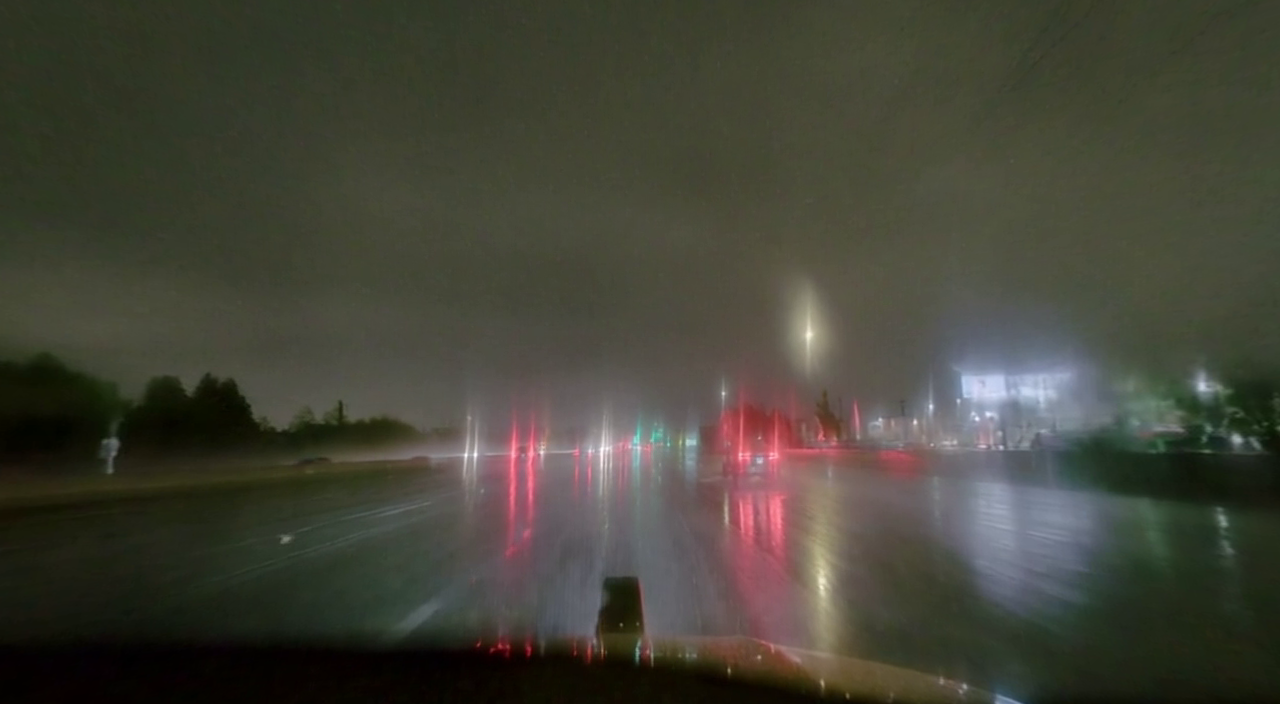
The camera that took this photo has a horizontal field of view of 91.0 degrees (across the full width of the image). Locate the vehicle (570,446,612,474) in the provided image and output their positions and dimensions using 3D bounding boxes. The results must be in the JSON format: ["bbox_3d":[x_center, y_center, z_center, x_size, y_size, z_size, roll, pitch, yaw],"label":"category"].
[{"bbox_3d":[-2.832,6.388,37.550,2.139,1.510,4.506,0,-9,0],"label":"vehicle"}]

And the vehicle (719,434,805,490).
[{"bbox_3d":[4.205,3.877,22.557,2.109,1.764,4.704,0,-9,0],"label":"vehicle"}]

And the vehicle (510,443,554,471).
[{"bbox_3d":[-7.356,7.204,43.405,2.112,1.813,4.716,0,-9,1],"label":"vehicle"}]
